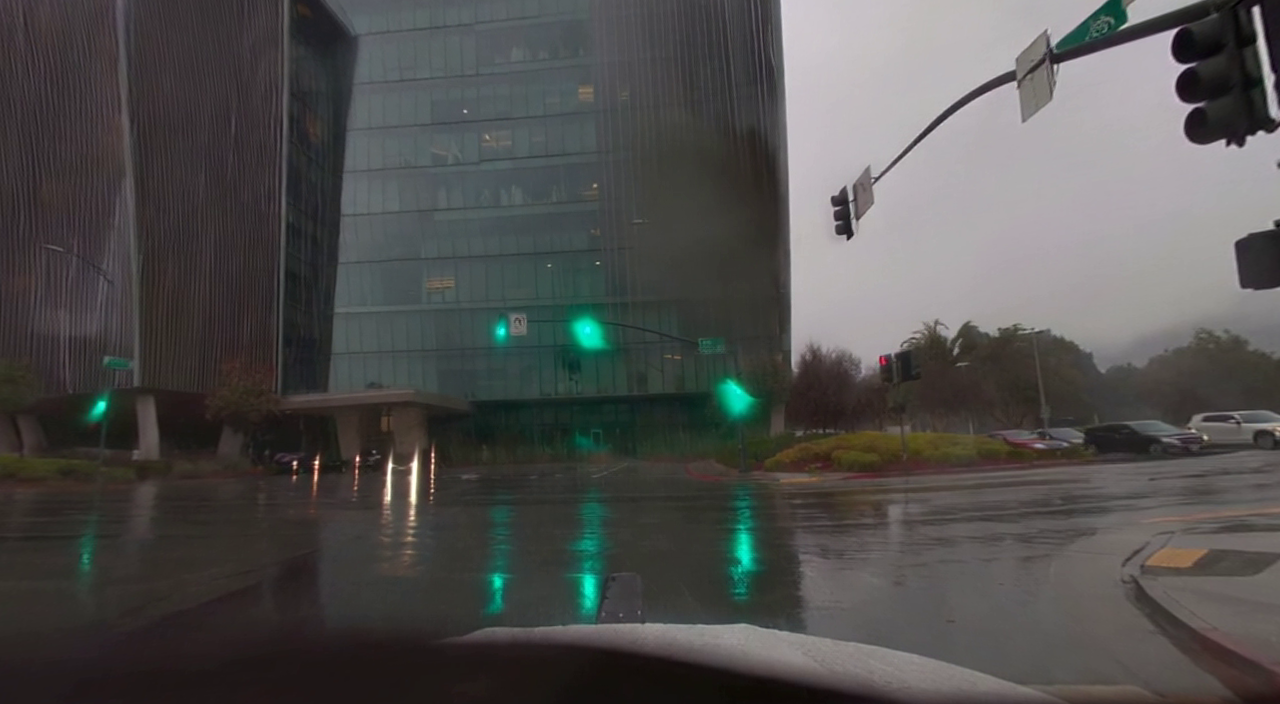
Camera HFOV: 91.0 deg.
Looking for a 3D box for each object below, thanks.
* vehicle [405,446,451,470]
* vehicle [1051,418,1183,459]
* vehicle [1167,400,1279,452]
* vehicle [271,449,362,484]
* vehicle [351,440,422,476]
[{"bbox_3d":[-15.141,7.612,45.263,1.932,1.605,4.146,1,-9,-1],"label":"vehicle"},{"bbox_3d":[19.064,3.523,25.485,1.834,1.480,4.458,0,-9,-1],"label":"vehicle"},{"bbox_3d":[24.403,3.019,25.178,2.109,1.836,5.080,-2,-10,0],"label":"vehicle"},{"bbox_3d":[-14.828,5.243,29.202,1.790,1.437,4.349,0,-9,2],"label":"vehicle"},{"bbox_3d":[-14.886,6.256,37.372,2.091,1.915,5.040,0,-9,0],"label":"vehicle"}]
